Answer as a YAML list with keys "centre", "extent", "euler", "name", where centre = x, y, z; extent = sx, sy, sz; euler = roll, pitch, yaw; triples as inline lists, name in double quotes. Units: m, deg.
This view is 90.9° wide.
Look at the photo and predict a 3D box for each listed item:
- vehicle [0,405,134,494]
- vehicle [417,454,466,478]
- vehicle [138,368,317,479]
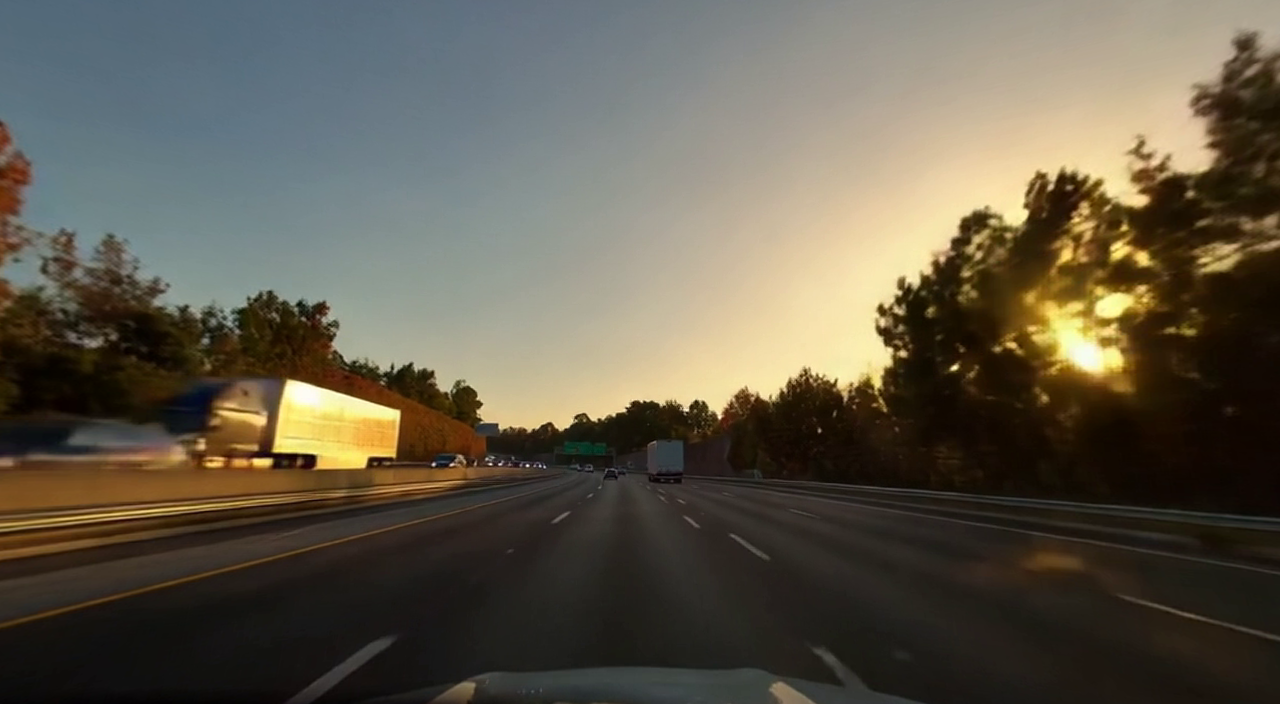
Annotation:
- centre: [-11.728, 1.739, 11.188]
  extent: [1.949, 1.465, 4.211]
  euler: [1, -11, 0]
  name: "vehicle"
- centre: [-12.469, 7.209, 39.796]
  extent: [1.850, 1.440, 3.928]
  euler: [1, -11, -1]
  name: "vehicle"
- centre: [-16.071, 3.045, 25.236]
  extent: [2.940, 3.855, 5.835]
  euler: [1, -11, -1]
  name: "vehicle"
